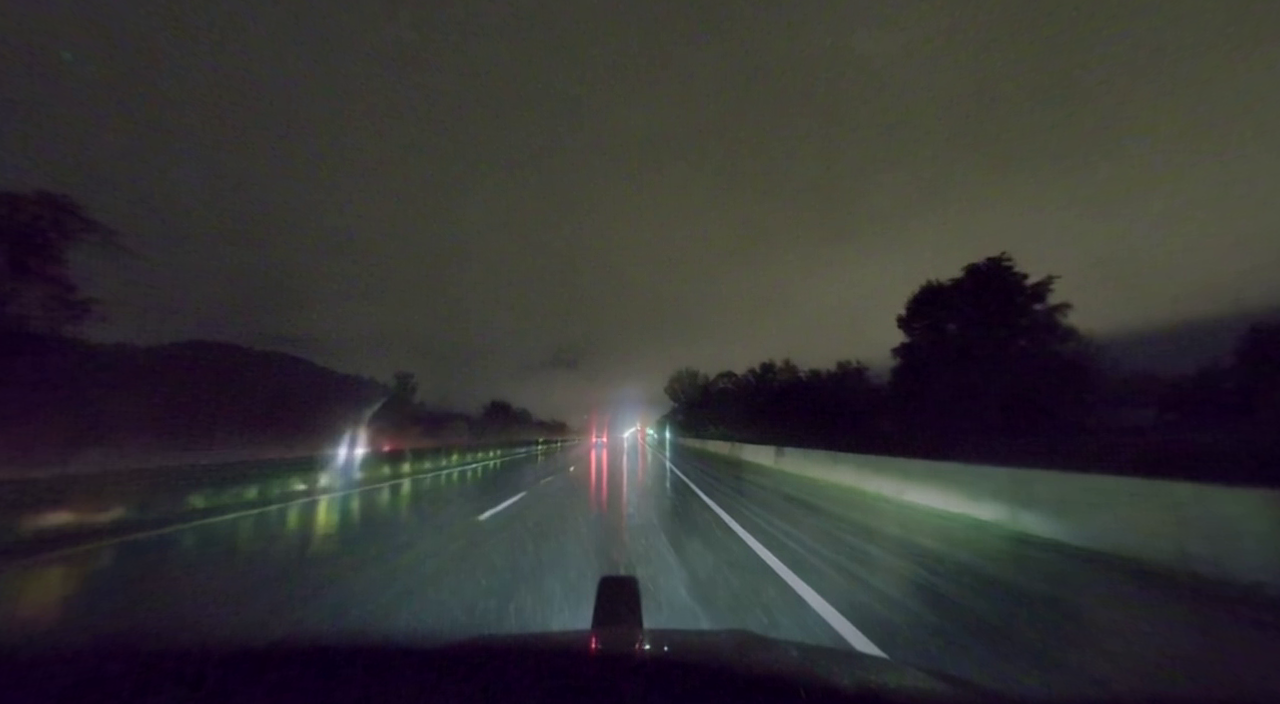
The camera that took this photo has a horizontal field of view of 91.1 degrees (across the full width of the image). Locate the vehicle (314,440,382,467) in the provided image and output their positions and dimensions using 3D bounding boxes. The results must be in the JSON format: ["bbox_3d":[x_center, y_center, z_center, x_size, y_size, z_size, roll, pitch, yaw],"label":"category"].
[{"bbox_3d":[-17.597,6.113,38.149,1.962,1.520,4.598,0,-8,0],"label":"vehicle"}]
